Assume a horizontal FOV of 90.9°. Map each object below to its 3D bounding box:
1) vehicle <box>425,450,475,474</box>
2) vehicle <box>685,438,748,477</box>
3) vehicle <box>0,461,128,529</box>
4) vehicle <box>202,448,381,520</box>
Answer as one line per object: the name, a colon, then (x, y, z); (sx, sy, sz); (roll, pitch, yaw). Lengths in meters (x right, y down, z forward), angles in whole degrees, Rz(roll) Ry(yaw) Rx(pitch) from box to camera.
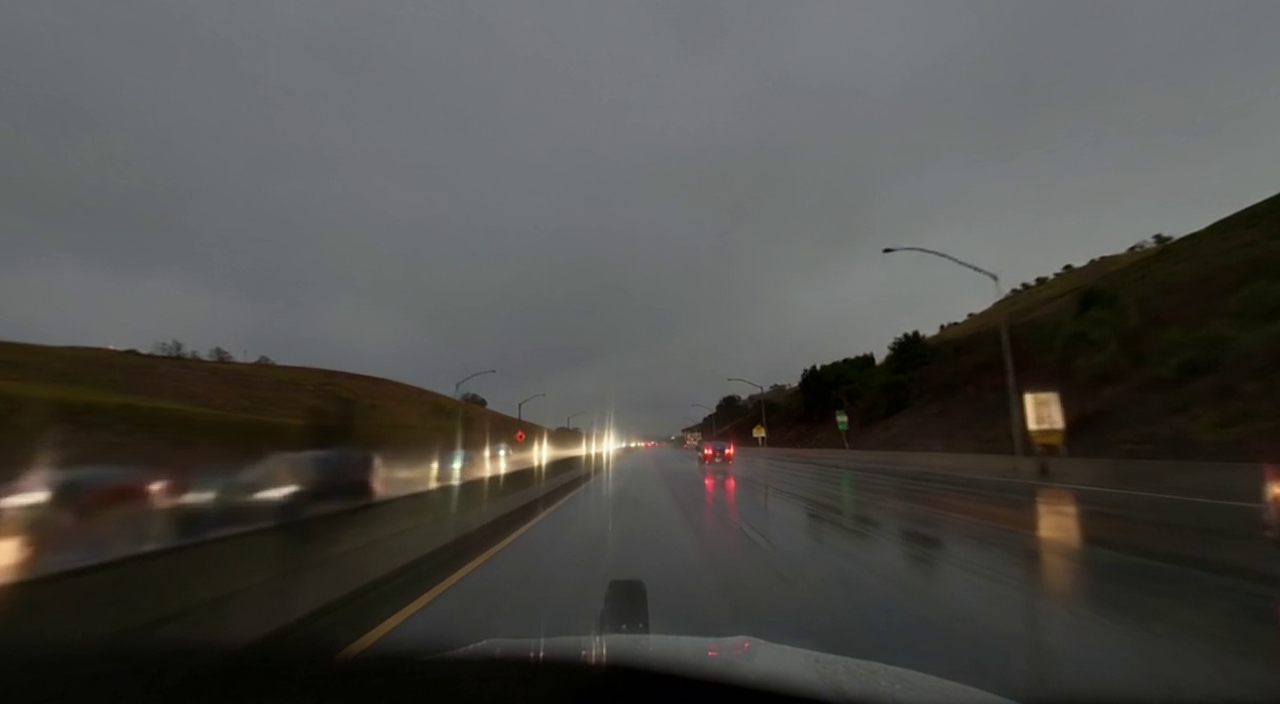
vehicle: (-11.855, 6.886, 39.611); (1.825, 1.322, 4.145); (-2, -8, 1)
vehicle: (2.997, 4.241, 25.619); (2.044, 1.444, 4.216); (0, -8, 0)
vehicle: (-15.880, 3.540, 15.752); (2.136, 1.479, 4.748); (-1, -8, 1)
vehicle: (-8.601, 3.248, 16.164); (1.949, 1.488, 4.526); (-2, -8, 1)
